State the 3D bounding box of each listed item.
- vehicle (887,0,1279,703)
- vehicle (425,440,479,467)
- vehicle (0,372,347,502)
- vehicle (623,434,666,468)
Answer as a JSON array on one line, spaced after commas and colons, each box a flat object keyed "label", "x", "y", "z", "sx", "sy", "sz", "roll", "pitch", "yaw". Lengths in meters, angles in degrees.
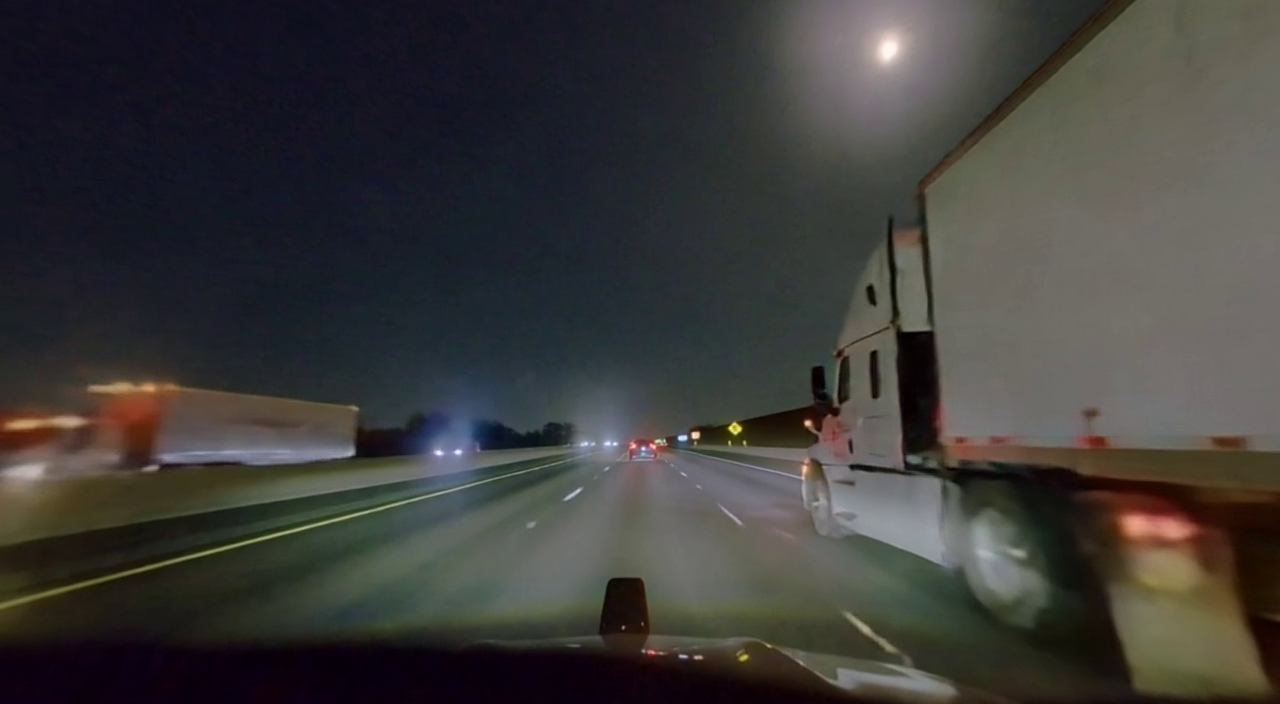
[{"label": "vehicle", "x": 4.008, "y": -0.400, "z": 2.896, "sx": 2.976, "sy": 4.118, "sz": 6.324, "roll": 0, "pitch": -8, "yaw": -1}, {"label": "vehicle", "x": -11.818, "y": 6.378, "z": 39.876, "sx": 1.955, "sy": 1.591, "sz": 4.540, "roll": 0, "pitch": -8, "yaw": 0}, {"label": "vehicle", "x": -18.473, "y": 3.800, "z": 27.885, "sx": 2.986, "sy": 3.991, "sz": 16.790, "roll": 0, "pitch": -8, "yaw": 0}, {"label": "vehicle", "x": 0.238, "y": 5.082, "z": 32.529, "sx": 2.111, "sy": 1.635, "sz": 4.177, "roll": 0, "pitch": -8, "yaw": 1}]
